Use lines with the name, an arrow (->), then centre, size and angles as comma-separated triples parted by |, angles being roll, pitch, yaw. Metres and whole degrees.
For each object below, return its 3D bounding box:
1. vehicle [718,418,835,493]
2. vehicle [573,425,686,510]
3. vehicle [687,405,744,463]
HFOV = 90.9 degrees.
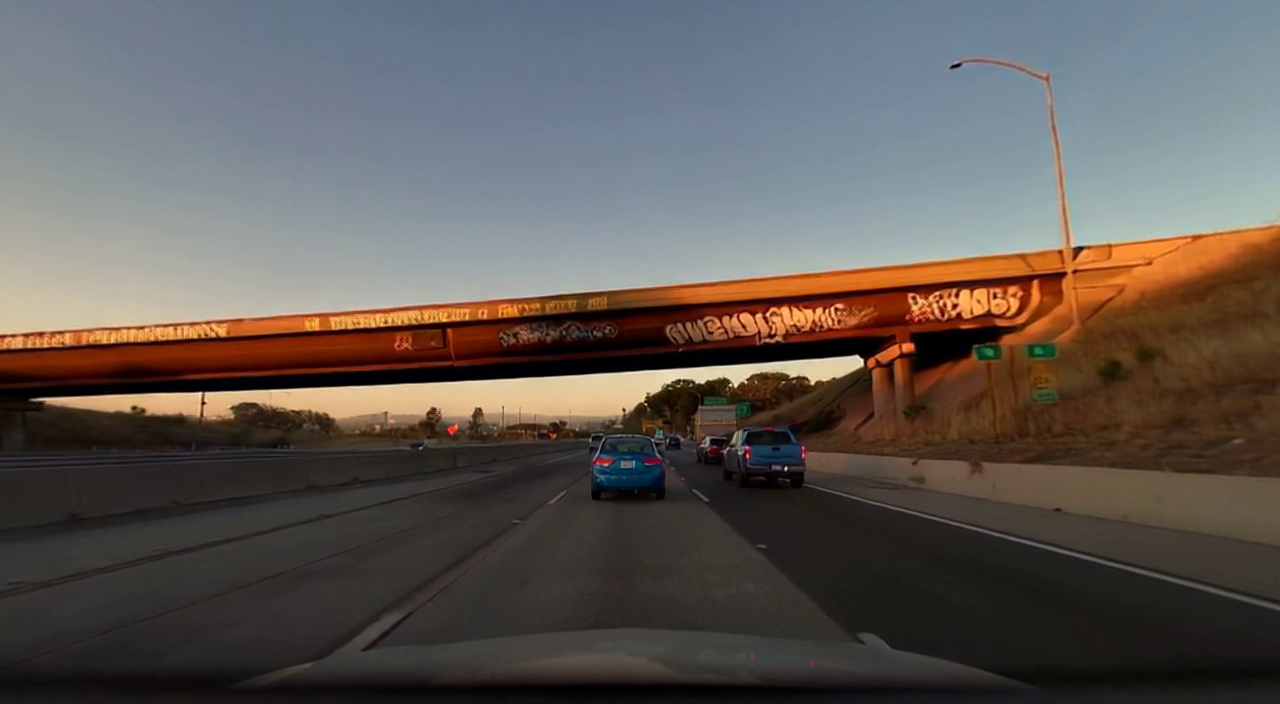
vehicle -> 3.880, 3.109, 19.288 | 2.311, 1.922, 5.977 | 0, -8, 1
vehicle -> -0.183, 2.543, 14.307 | 2.193, 1.651, 3.946 | 0, -8, 1
vehicle -> 4.702, 5.346, 40.727 | 2.873, 3.408, 7.323 | 0, -8, 1
